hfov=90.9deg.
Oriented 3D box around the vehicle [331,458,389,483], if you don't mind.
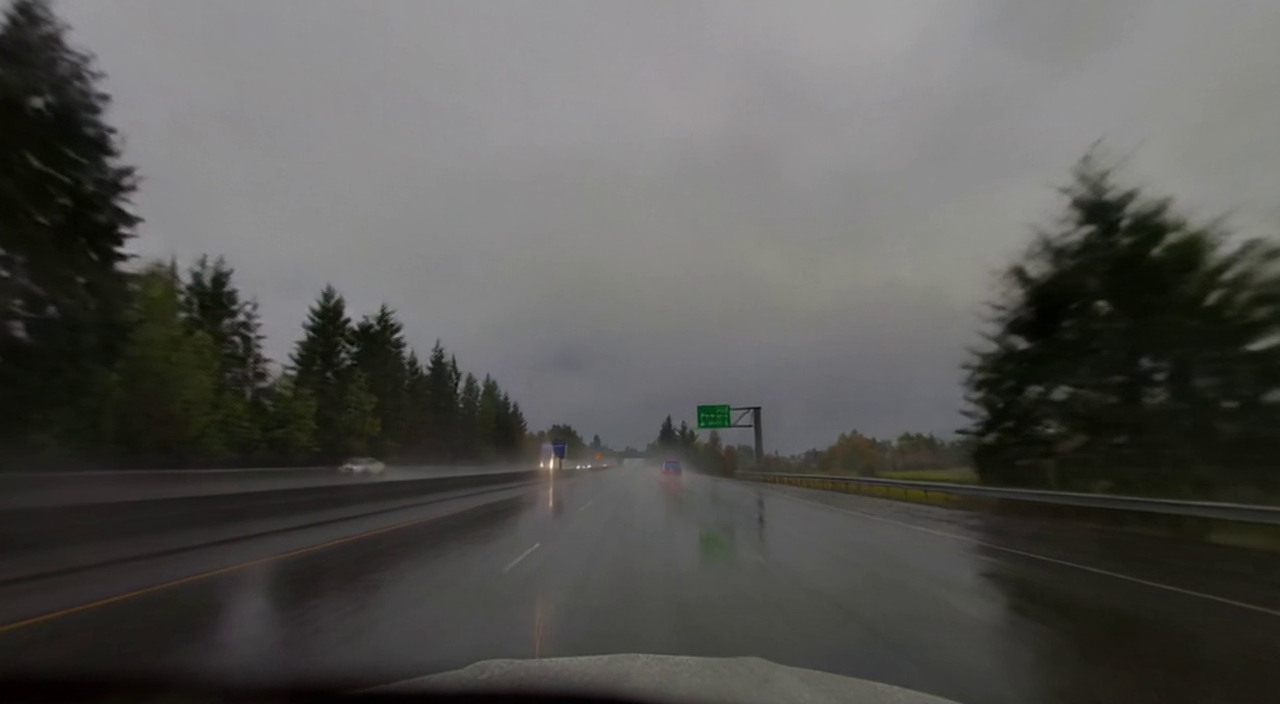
[{"bbox_3d":[-19.130,8.124,43.220,1.905,1.608,4.405,1,-11,0],"label":"vehicle"}]
